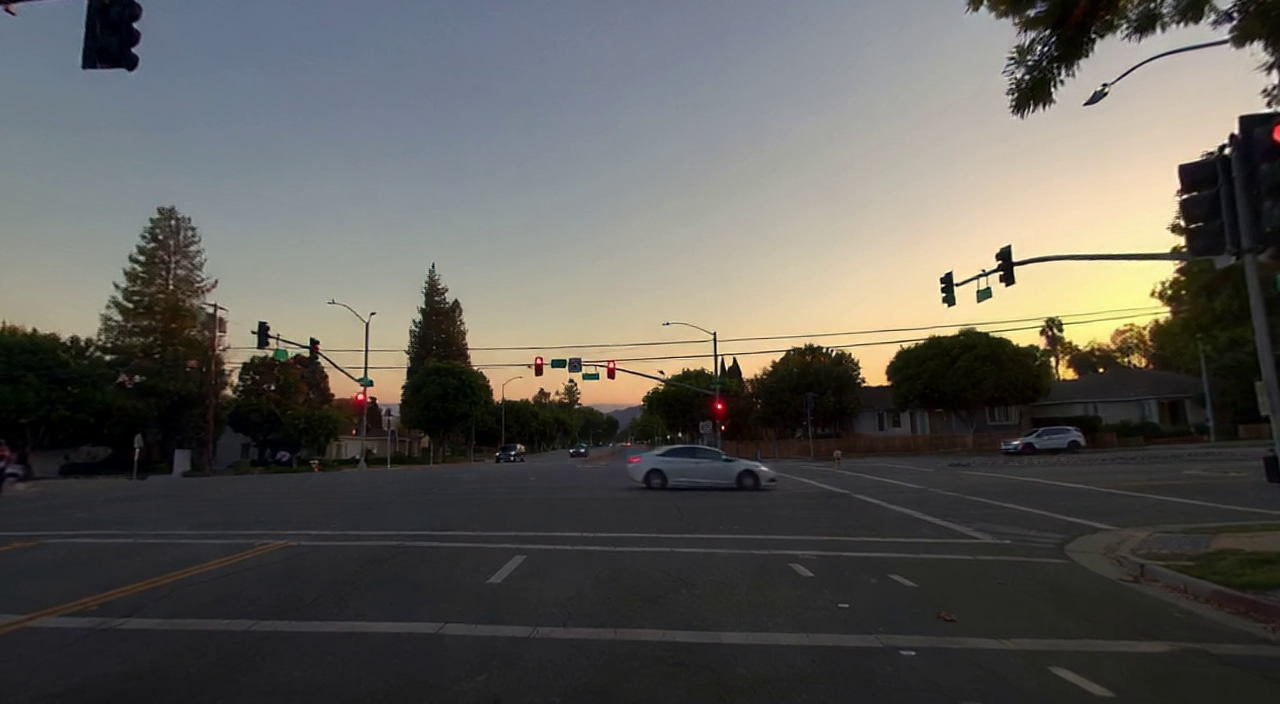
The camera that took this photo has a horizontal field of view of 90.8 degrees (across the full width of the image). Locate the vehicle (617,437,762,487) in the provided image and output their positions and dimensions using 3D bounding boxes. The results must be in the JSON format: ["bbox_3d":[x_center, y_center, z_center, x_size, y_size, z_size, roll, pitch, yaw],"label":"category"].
[{"bbox_3d":[1.683,3.786,21.836,4.734,1.585,1.940,-1,-8,5],"label":"vehicle"}]
